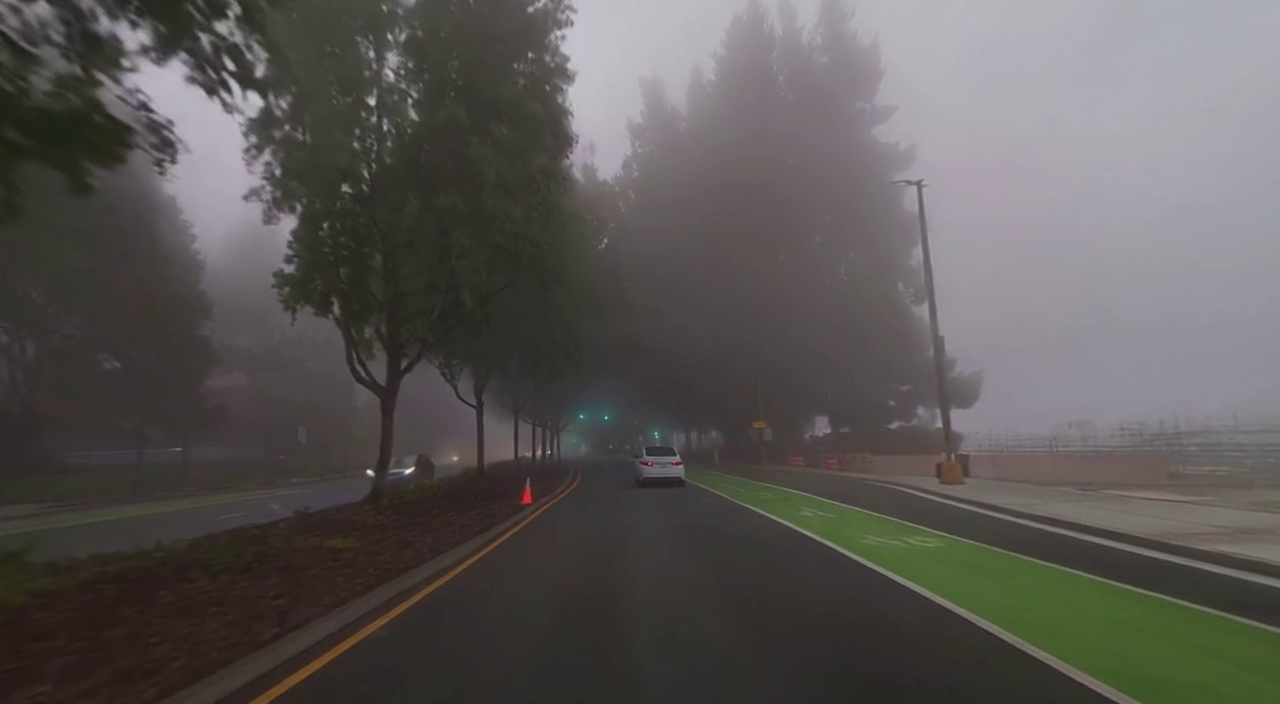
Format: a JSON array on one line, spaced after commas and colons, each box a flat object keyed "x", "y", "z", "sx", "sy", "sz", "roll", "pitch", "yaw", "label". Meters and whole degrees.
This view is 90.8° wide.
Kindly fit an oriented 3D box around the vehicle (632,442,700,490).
[{"x": 0.785, "y": 3.957, "z": 22.267, "sx": 2.114, "sy": 1.493, "sz": 4.430, "roll": 0, "pitch": -8, "yaw": -1, "label": "vehicle"}]
